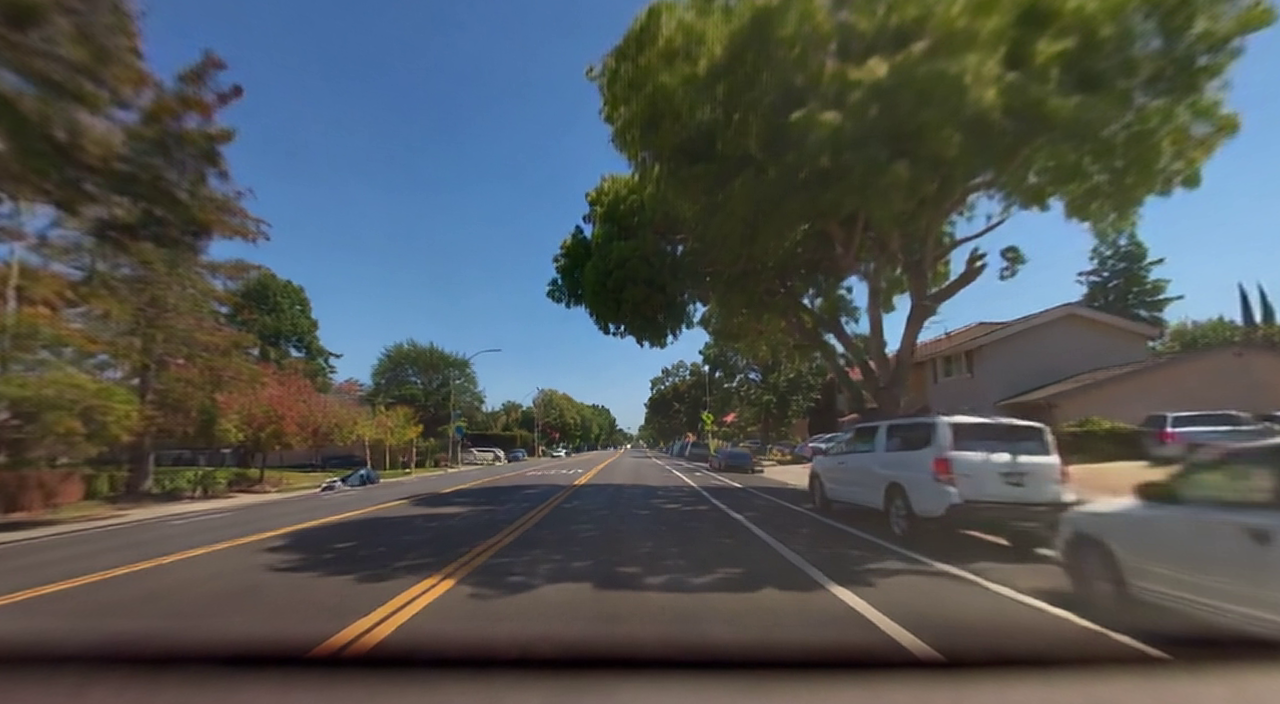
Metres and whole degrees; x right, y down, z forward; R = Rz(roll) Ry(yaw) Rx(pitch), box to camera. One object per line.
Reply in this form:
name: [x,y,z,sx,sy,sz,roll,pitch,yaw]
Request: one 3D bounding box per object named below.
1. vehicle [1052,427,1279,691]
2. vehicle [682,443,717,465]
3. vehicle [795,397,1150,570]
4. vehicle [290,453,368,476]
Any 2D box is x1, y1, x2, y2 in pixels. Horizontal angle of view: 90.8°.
vehicle: [4.559,1.111,3.239,1.919,1.474,4.370,0,-9,0]
vehicle: [4.043,7.010,43.577,1.970,1.455,4.233,0,-9,-1]
vehicle: [4.347,1.879,9.873,2.293,1.858,5.868,0,-9,-1]
vehicle: [-21.926,7.916,44.614,4.413,1.477,2.100,-1,-9,0]
